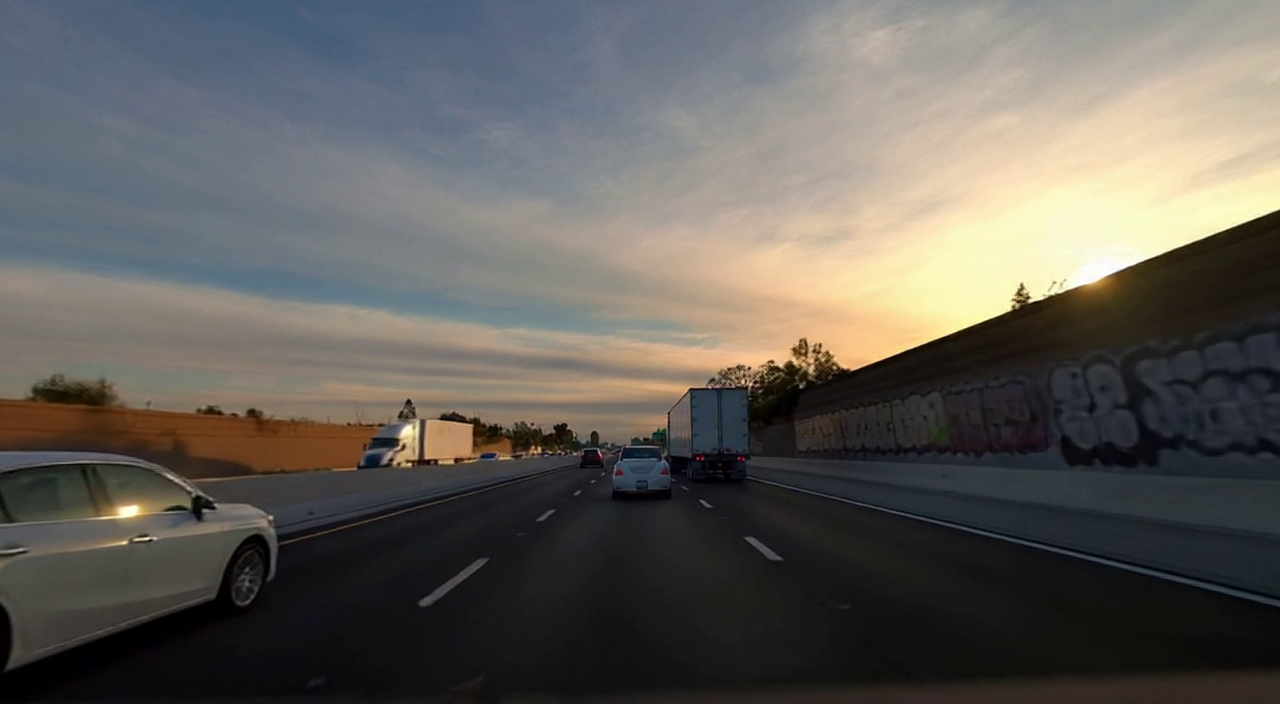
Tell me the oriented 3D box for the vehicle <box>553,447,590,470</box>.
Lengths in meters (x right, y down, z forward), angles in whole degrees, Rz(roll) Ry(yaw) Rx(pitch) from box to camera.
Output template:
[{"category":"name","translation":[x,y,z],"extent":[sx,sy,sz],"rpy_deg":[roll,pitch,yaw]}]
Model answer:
[{"category":"vehicle","translation":[-4.745,7.437,44.047],"extent":[2.067,1.481,4.085],"rpy_deg":[-1,-9,1]}]

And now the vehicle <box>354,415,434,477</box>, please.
[{"category":"vehicle","translation":[-16.638,6.413,43.009],"extent":[3.007,3.926,5.826],"rpy_deg":[0,-9,-1]}]

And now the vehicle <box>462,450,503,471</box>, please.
[{"category":"vehicle","translation":[-12.121,8.383,48.636],"extent":[1.985,1.486,4.568],"rpy_deg":[-1,-9,0]}]

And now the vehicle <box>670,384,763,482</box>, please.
[{"category":"vehicle","translation":[3.459,4.394,33.074],"extent":[2.902,4.014,14.446],"rpy_deg":[0,-9,-1]}]

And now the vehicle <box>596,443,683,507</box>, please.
[{"category":"vehicle","translation":[-0.070,3.169,16.702],"extent":[2.033,1.468,4.015],"rpy_deg":[0,-9,-2]}]

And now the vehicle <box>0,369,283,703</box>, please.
[{"category":"vehicle","translation":[-4.336,1.008,3.466],"extent":[1.988,1.750,4.711],"rpy_deg":[0,-9,-1]}]
